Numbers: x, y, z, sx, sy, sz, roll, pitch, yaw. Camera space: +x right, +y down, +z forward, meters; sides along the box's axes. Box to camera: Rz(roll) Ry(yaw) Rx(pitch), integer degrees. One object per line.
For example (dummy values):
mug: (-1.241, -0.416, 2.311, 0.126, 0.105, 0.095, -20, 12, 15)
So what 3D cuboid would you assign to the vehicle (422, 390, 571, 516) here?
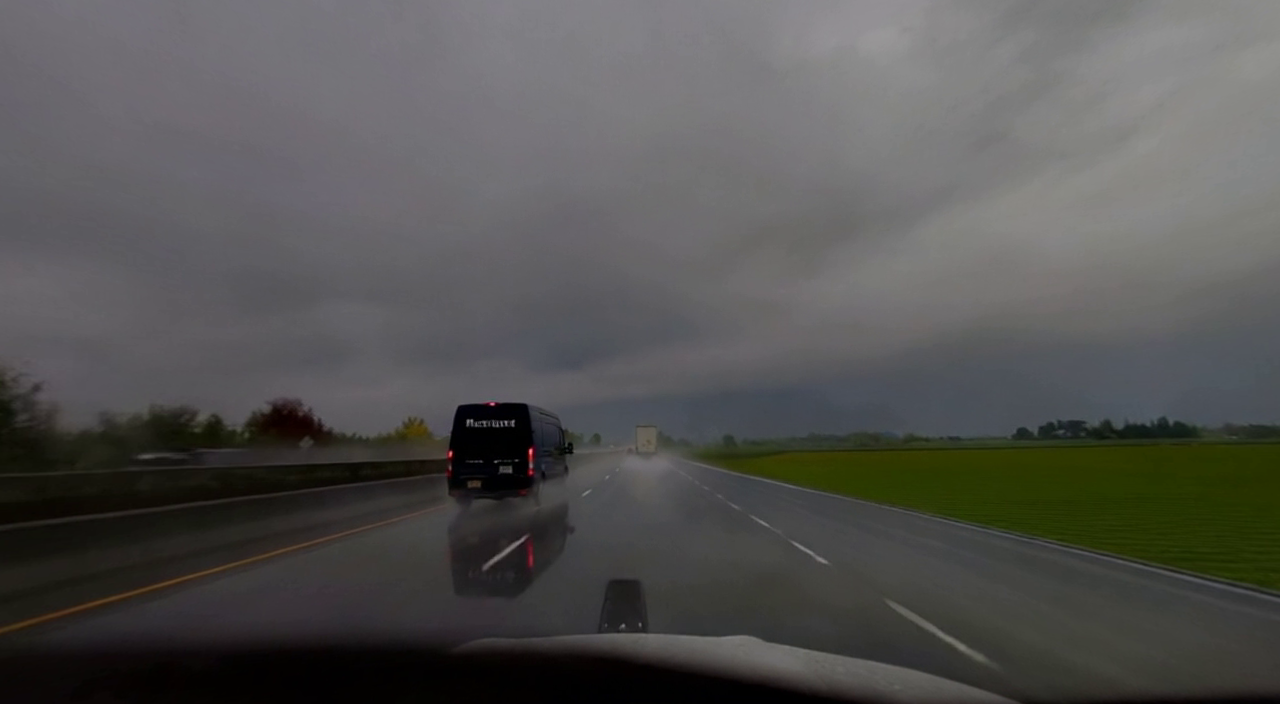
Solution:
vehicle: (-3.423, 2.667, 16.922, 2.320, 2.636, 7.021, 0, -9, 0)
